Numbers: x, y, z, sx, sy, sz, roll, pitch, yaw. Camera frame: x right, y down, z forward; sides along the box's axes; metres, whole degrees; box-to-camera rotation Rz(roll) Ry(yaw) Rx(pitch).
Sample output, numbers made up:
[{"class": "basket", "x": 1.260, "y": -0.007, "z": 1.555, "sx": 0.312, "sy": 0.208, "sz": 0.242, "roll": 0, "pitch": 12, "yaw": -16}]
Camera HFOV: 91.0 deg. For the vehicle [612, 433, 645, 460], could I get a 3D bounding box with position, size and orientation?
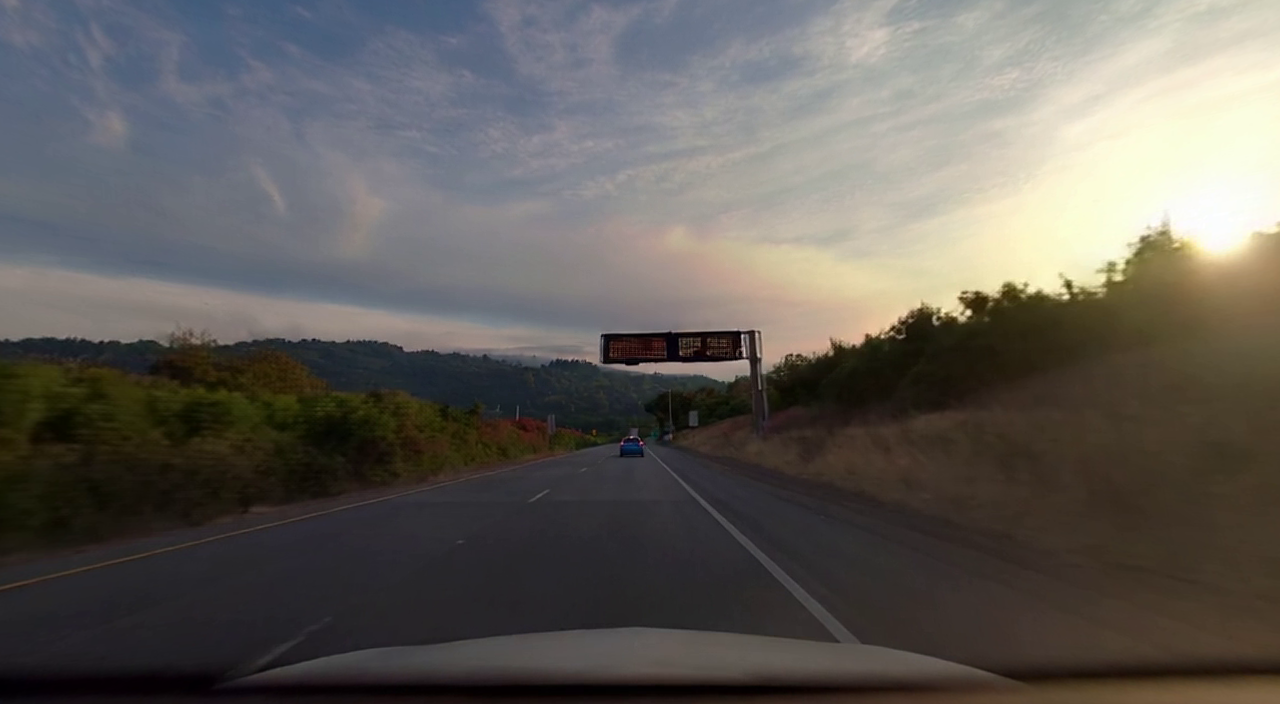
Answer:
[{"class": "vehicle", "x": -0.770, "y": 6.507, "z": 43.531, "sx": 2.180, "sy": 1.717, "sz": 4.139, "roll": 0, "pitch": -8, "yaw": -1}]
